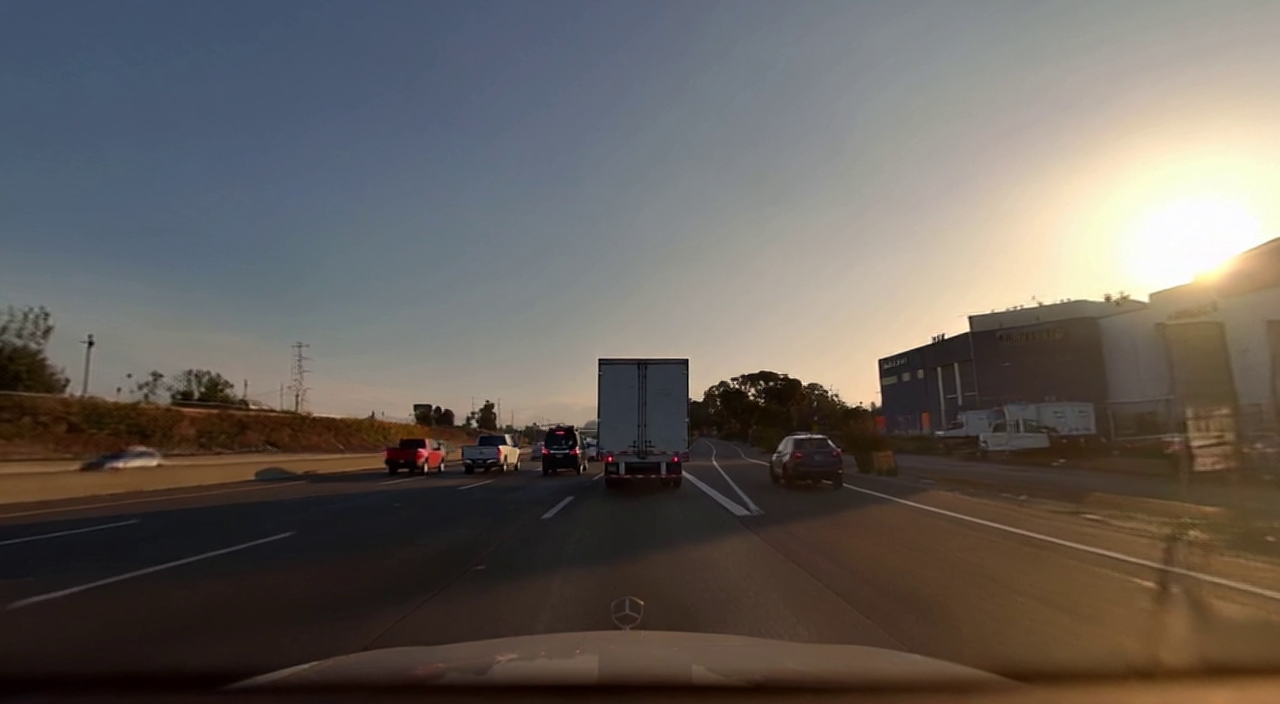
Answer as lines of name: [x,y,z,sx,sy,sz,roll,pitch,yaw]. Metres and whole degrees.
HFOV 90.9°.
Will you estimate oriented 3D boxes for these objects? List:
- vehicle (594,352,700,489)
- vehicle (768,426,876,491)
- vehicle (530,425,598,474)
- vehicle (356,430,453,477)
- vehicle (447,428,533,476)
vehicle: [0.092,2.617,22.495,2.941,3.794,9.851,0,-9,-1]
vehicle: [5.607,3.367,20.158,2.137,1.796,4.817,0,-9,2]
vehicle: [-3.424,4.580,29.739,2.379,2.075,6.169,0,-9,1]
vehicle: [-10.443,4.579,28.591,2.089,1.885,5.888,0,-9,0]
vehicle: [-6.803,4.654,29.417,2.479,1.978,5.952,0,-9,1]
